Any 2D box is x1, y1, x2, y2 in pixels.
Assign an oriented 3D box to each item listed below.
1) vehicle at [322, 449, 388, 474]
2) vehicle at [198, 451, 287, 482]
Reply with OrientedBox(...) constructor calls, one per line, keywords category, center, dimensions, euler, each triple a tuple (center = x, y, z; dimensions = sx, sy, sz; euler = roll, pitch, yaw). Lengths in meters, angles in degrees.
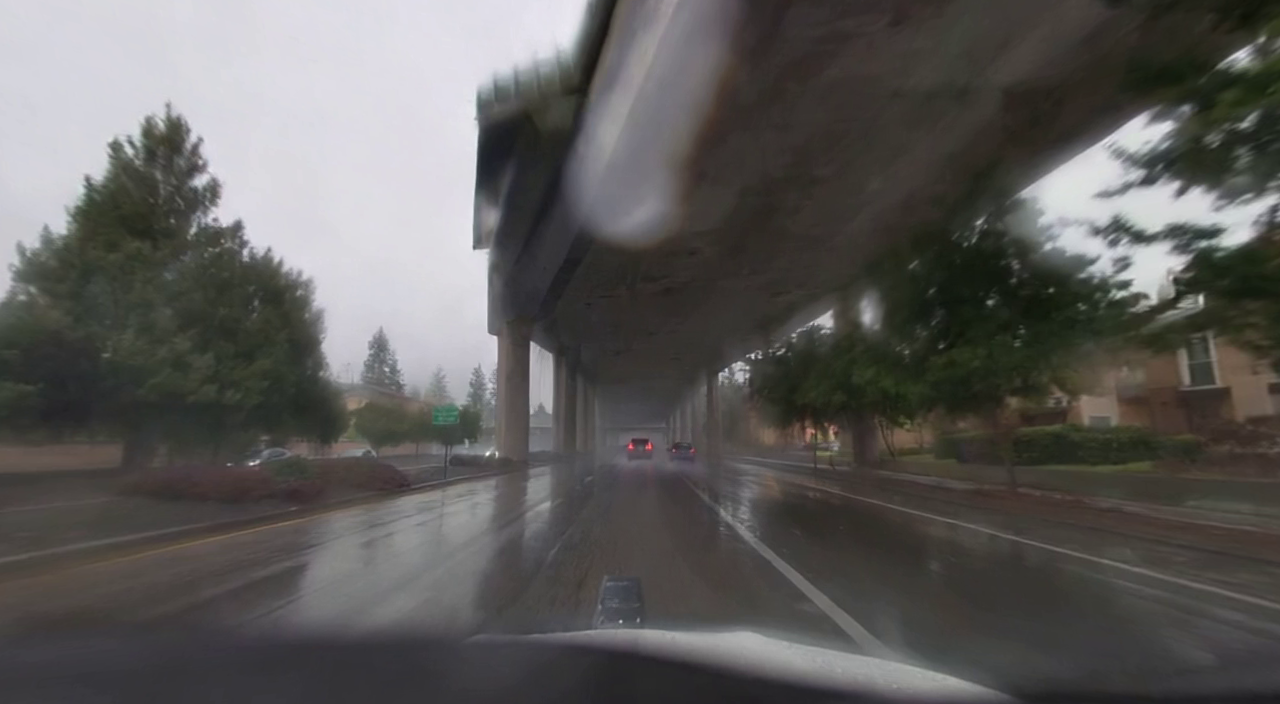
OrientedBox(category="vehicle", center=(-18.480, 7.092, 41.219), dimensions=(1.911, 1.536, 5.073), euler=(0, -8, 0))
OrientedBox(category="vehicle", center=(-21.919, 6.291, 35.106), dimensions=(1.873, 1.524, 4.749), euler=(0, -8, 0))
